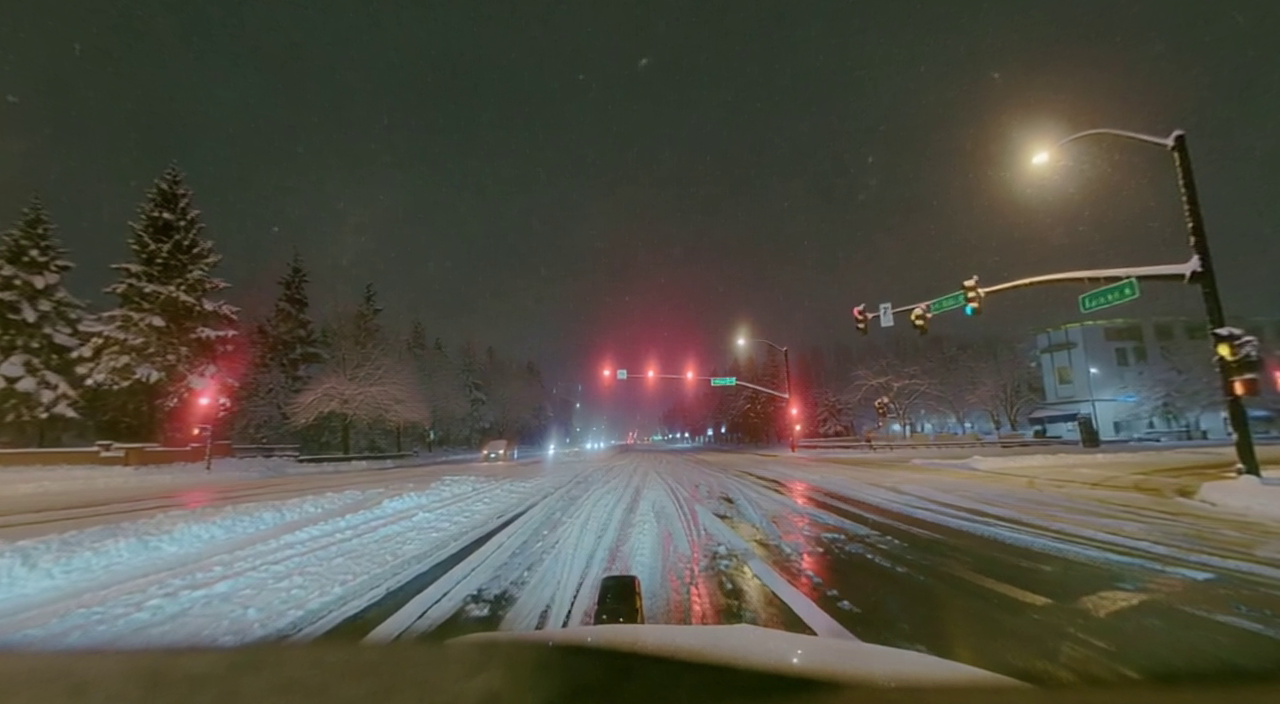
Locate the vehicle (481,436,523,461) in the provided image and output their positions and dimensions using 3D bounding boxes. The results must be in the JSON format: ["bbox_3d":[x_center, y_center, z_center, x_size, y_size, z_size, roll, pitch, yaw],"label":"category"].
[{"bbox_3d":[-9.727,6.826,44.861,1.988,1.692,4.412,0,-8,0],"label":"vehicle"}]
